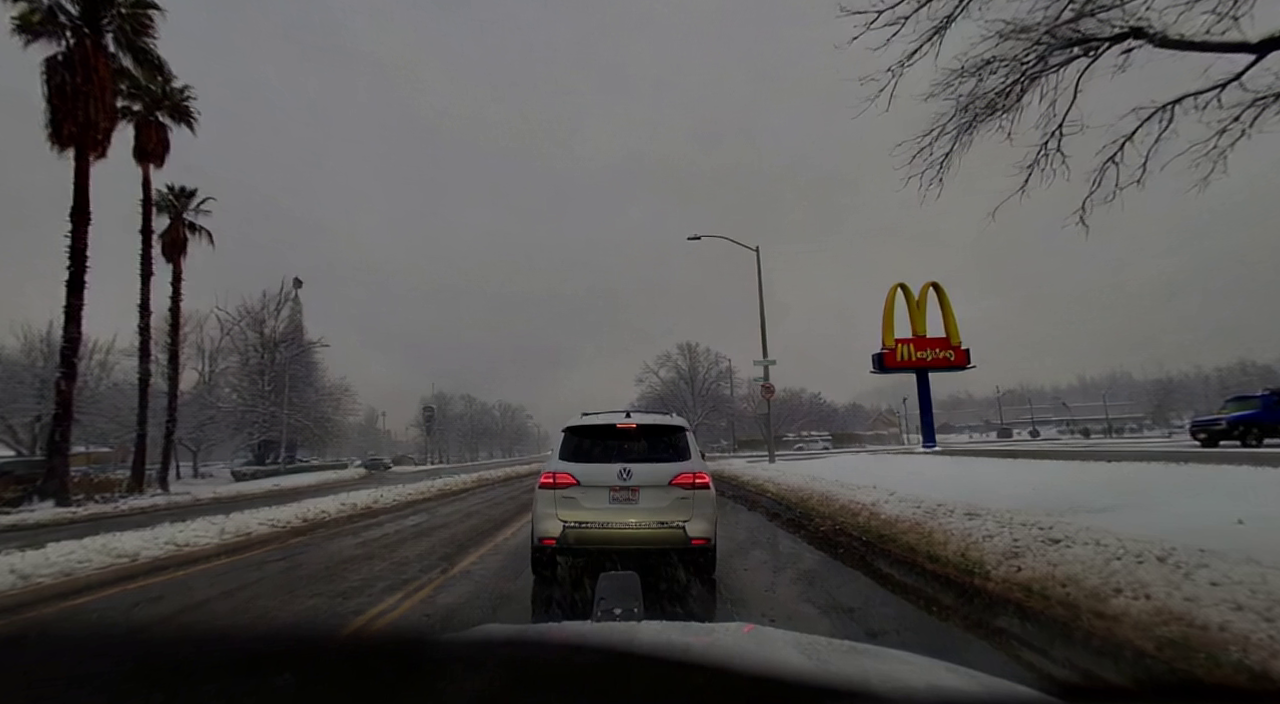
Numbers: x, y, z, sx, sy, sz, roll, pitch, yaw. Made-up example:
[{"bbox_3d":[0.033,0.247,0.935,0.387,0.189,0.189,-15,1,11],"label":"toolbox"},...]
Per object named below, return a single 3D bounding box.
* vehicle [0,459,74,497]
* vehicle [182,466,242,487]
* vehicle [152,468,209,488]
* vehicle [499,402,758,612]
[{"bbox_3d":[-28.001,5.504,27.657,4.341,1.528,1.979,5,-10,-29],"label":"vehicle"},{"bbox_3d":[-33.253,9.676,49.193,1.792,1.439,3.952,-1,-9,3],"label":"vehicle"},{"bbox_3d":[-35.582,9.746,49.055,1.641,1.375,3.640,0,-9,0],"label":"vehicle"},{"bbox_3d":[-0.139,1.578,7.281,2.137,1.728,3.926,0,-9,-1],"label":"vehicle"}]
